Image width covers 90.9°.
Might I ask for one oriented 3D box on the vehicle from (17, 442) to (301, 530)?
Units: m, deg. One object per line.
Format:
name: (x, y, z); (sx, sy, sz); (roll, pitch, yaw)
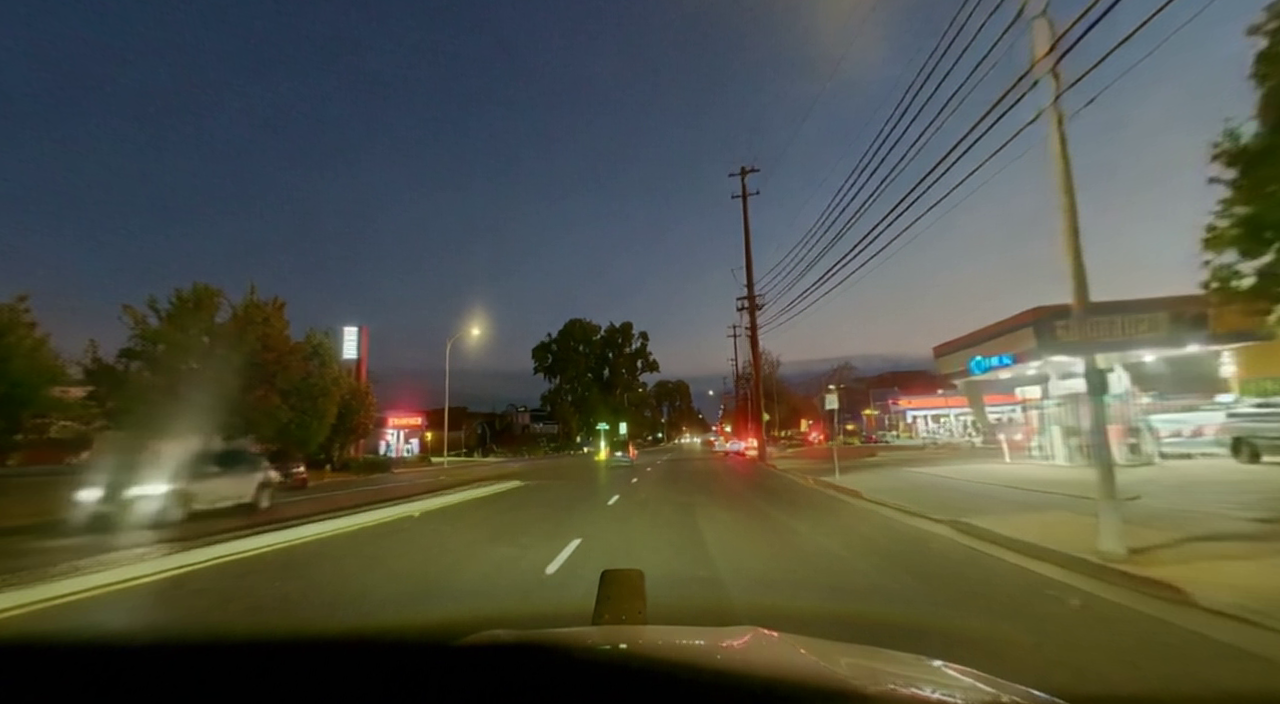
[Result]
vehicle: (-9.643, 2.660, 13.340); (2.021, 1.480, 4.800); (-1, -8, 4)

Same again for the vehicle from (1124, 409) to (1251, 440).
vehicle: (37.218, 5.056, 43.166); (2.249, 1.918, 6.120); (2, -8, -17)

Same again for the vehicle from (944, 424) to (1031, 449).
vehicle: (22.582, 5.538, 41.257); (1.908, 1.474, 4.885); (1, -9, -19)

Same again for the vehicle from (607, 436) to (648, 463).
vehicle: (-0.700, 5.774, 37.528); (2.073, 1.525, 3.968); (-1, -8, 4)

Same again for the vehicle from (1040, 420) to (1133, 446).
vehicle: (28.424, 5.226, 40.372); (1.901, 1.509, 4.610); (2, -8, -15)
